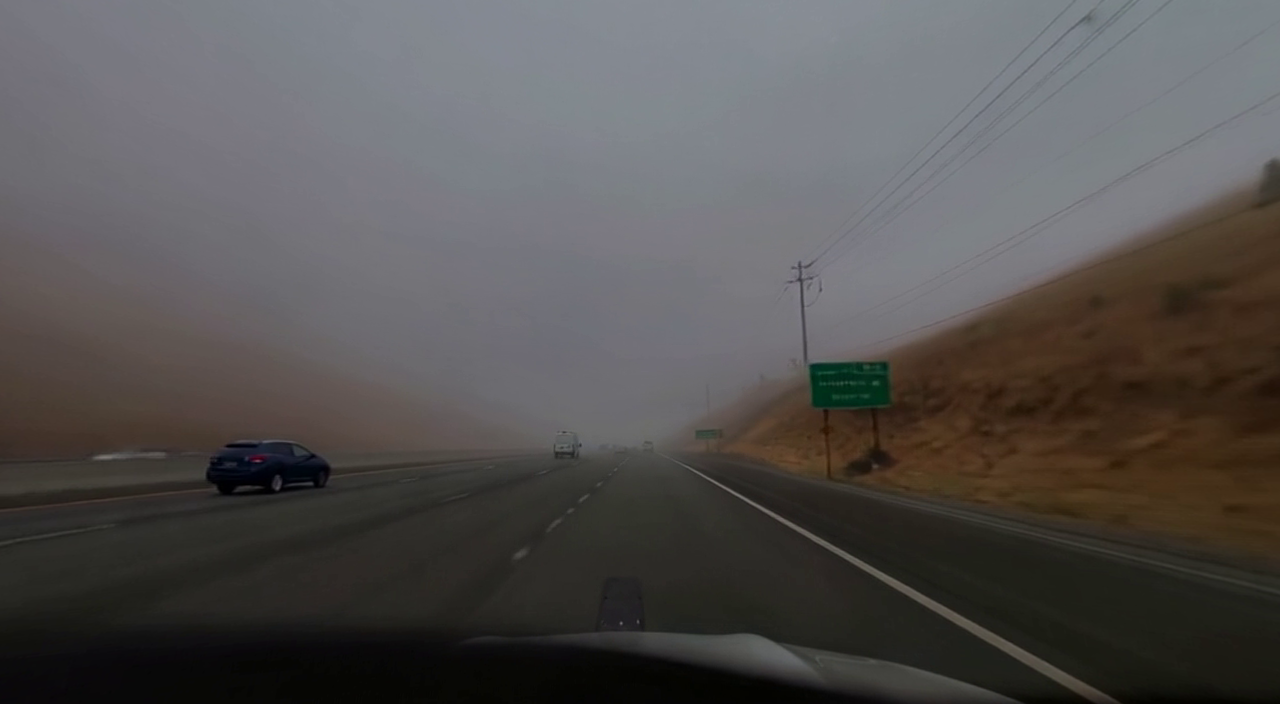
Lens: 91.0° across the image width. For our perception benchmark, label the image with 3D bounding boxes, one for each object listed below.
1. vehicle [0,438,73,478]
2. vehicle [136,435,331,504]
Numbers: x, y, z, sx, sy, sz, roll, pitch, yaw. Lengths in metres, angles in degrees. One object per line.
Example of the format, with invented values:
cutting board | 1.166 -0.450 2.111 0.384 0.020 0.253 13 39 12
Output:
vehicle | -28.324 4.669 27.873 1.774 1.718 4.776 0 -9 2
vehicle | -10.622 3.092 17.049 1.971 1.558 4.847 0 -9 1
